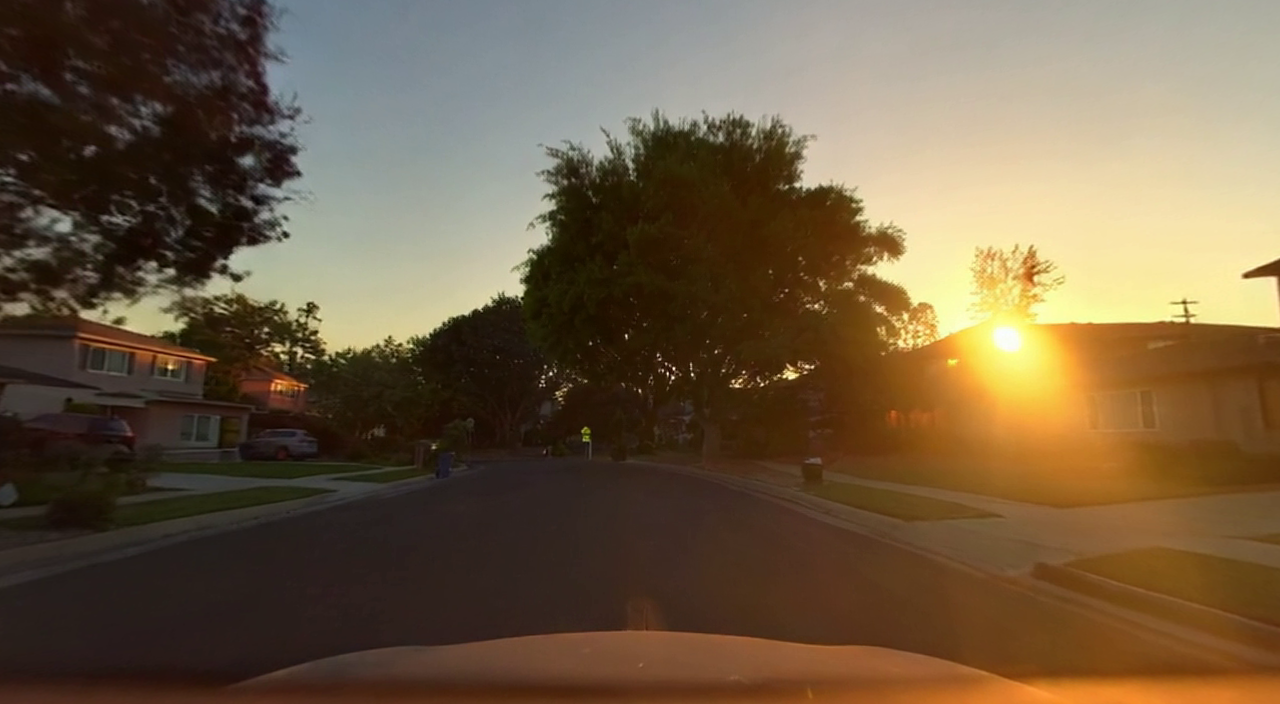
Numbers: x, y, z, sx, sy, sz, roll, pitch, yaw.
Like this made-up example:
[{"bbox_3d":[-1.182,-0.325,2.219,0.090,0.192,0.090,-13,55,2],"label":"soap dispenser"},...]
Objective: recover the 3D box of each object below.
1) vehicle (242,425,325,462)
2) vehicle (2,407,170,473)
[{"bbox_3d":[-20.060,5.186,35.801,2.407,1.912,5.091,1,-9,-9],"label":"vehicle"},{"bbox_3d":[-18.011,2.928,20.847,2.276,1.948,4.164,2,-9,-12],"label":"vehicle"}]
